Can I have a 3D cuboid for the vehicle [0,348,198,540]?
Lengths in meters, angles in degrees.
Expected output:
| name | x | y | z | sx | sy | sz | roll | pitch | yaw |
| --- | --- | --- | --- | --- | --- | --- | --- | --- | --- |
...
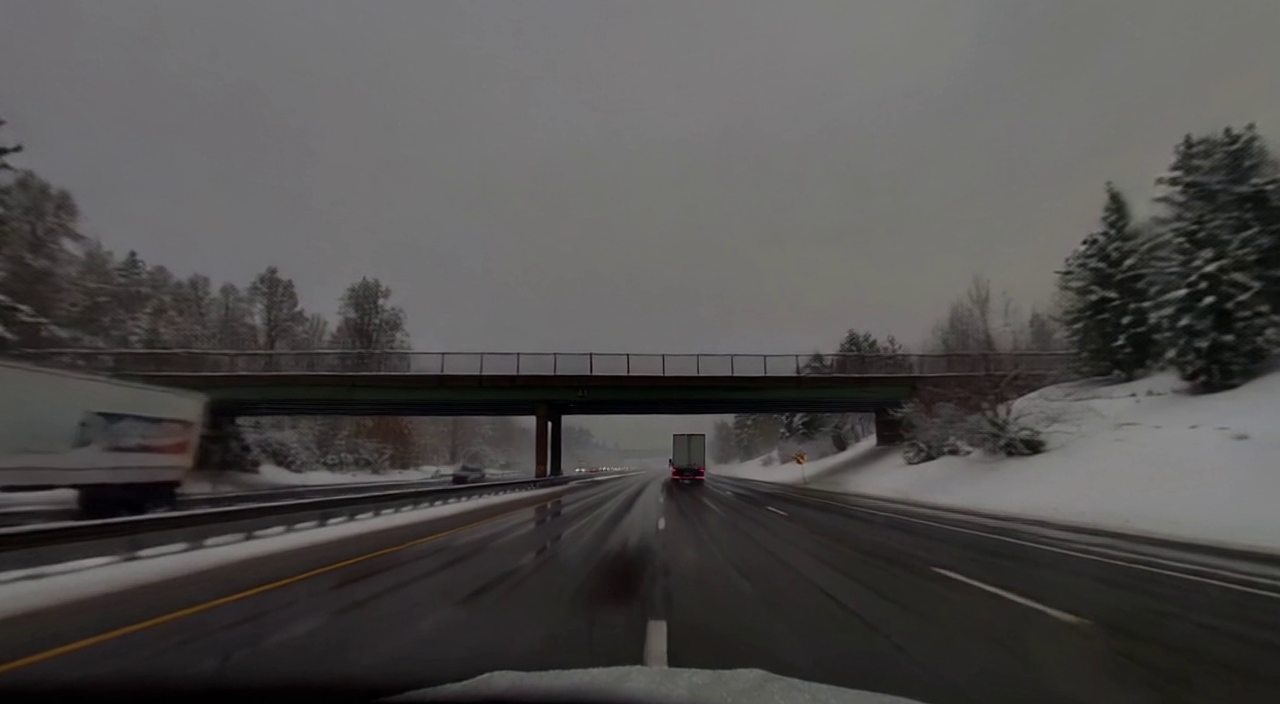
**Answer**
| name | x | y | z | sx | sy | sz | roll | pitch | yaw |
| --- | --- | --- | --- | --- | --- | --- | --- | --- | --- |
| vehicle | -14.139 | 2.090 | 14.024 | 2.798 | 3.751 | 7.543 | 1 | -11 | 1 |
